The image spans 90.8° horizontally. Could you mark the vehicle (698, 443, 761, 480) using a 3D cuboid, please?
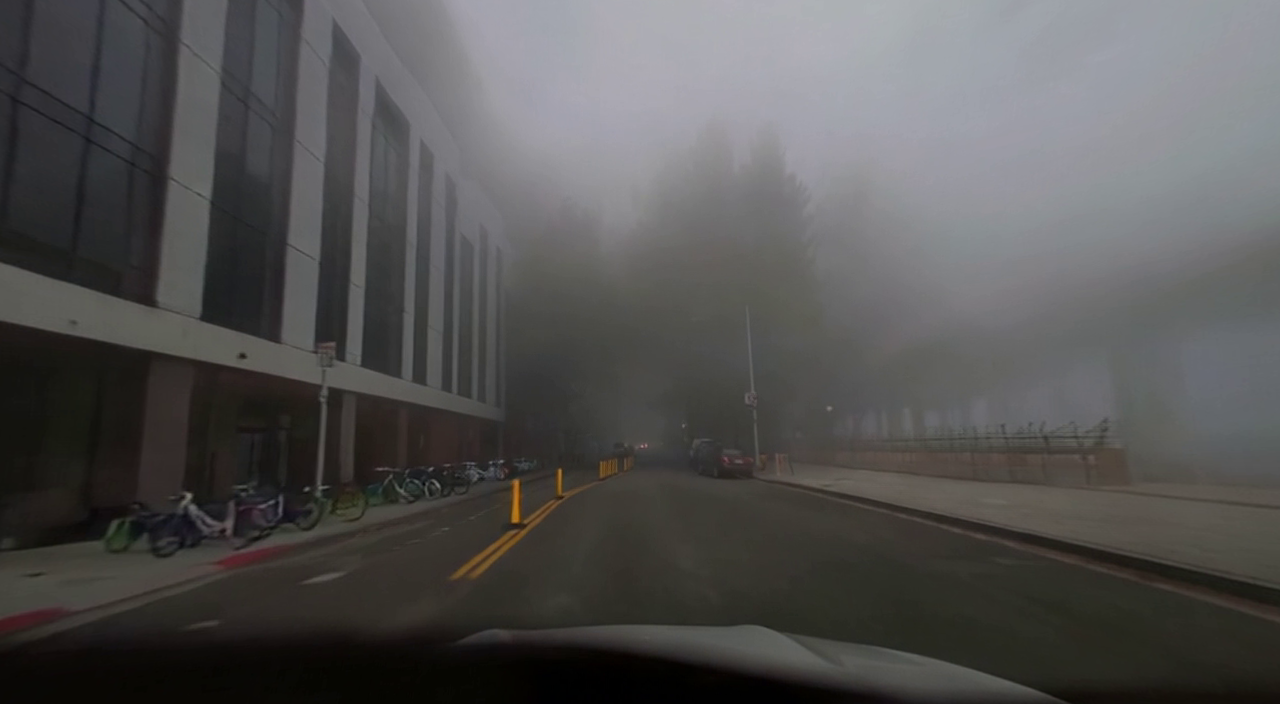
[{"bbox_3d":[3.804,4.708,27.515,2.020,1.448,4.220,-1,-8,-1],"label":"vehicle"}]
